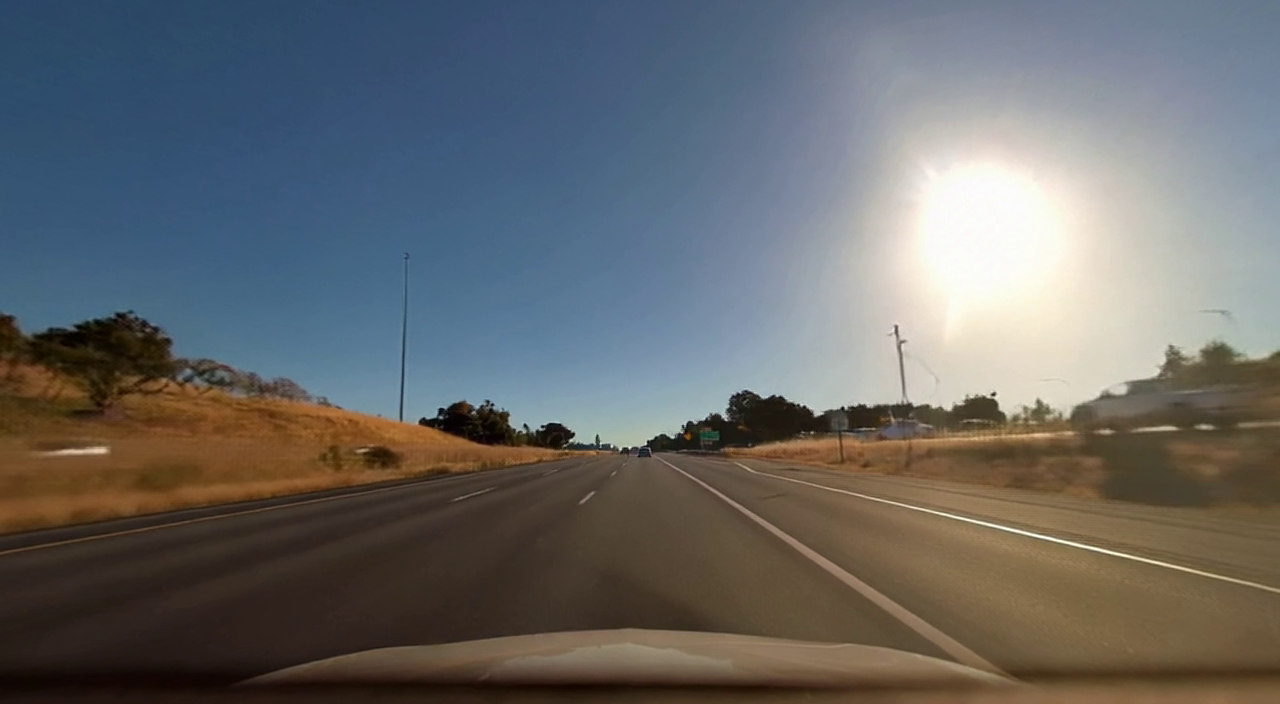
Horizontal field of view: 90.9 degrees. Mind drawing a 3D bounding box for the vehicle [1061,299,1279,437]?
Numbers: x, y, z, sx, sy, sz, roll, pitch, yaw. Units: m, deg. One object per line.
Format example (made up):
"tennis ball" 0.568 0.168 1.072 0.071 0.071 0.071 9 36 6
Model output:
"vehicle" 17.056 0.874 19.381 2.821 3.355 7.583 0 -8 -1
